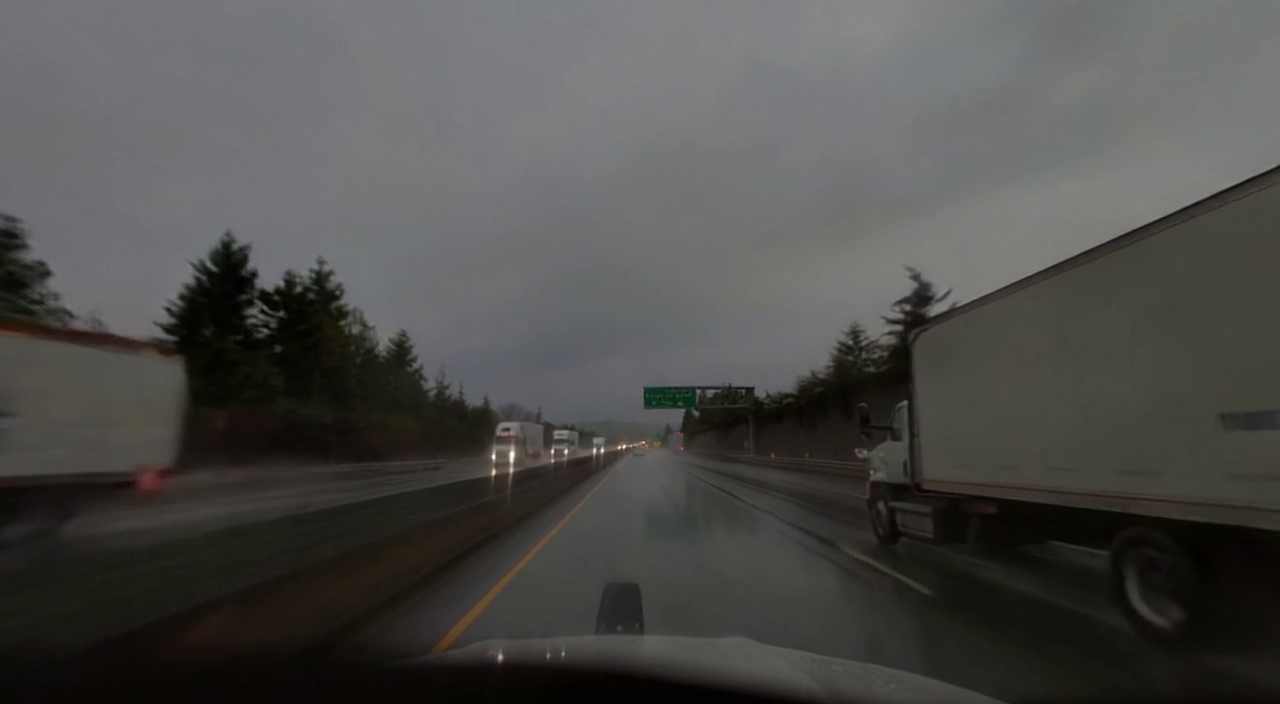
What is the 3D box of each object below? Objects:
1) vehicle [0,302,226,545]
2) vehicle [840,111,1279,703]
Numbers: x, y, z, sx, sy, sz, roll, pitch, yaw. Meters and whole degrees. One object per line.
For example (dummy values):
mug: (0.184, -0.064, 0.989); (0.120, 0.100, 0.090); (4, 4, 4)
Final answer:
vehicle: (-12.526, 1.061, 9.673); (3.050, 4.132, 13.617); (0, -9, 0)
vehicle: (4.069, 0.639, 4.984); (2.449, 2.805, 6.763); (0, -9, -2)
